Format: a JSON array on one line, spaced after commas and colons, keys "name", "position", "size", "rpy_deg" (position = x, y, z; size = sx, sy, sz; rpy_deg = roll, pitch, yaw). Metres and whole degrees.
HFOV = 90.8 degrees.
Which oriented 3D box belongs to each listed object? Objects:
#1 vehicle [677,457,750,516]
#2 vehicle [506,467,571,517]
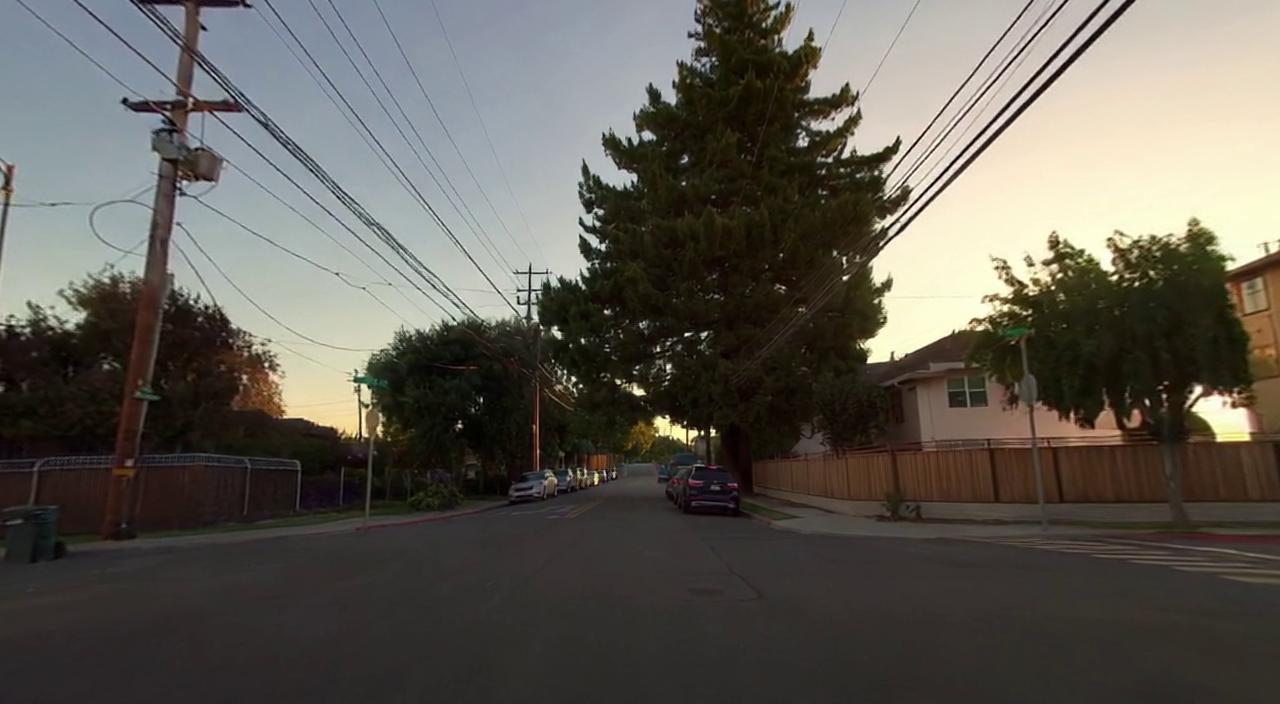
[{"name": "vehicle", "position": [2.624, 4.952, 23.789], "size": [2.051, 1.874, 4.459], "rpy_deg": [0, -8, -2]}, {"name": "vehicle", "position": [-4.262, 5.949, 27.294], "size": [2.189, 1.771, 4.571], "rpy_deg": [0, -8, -2]}]
